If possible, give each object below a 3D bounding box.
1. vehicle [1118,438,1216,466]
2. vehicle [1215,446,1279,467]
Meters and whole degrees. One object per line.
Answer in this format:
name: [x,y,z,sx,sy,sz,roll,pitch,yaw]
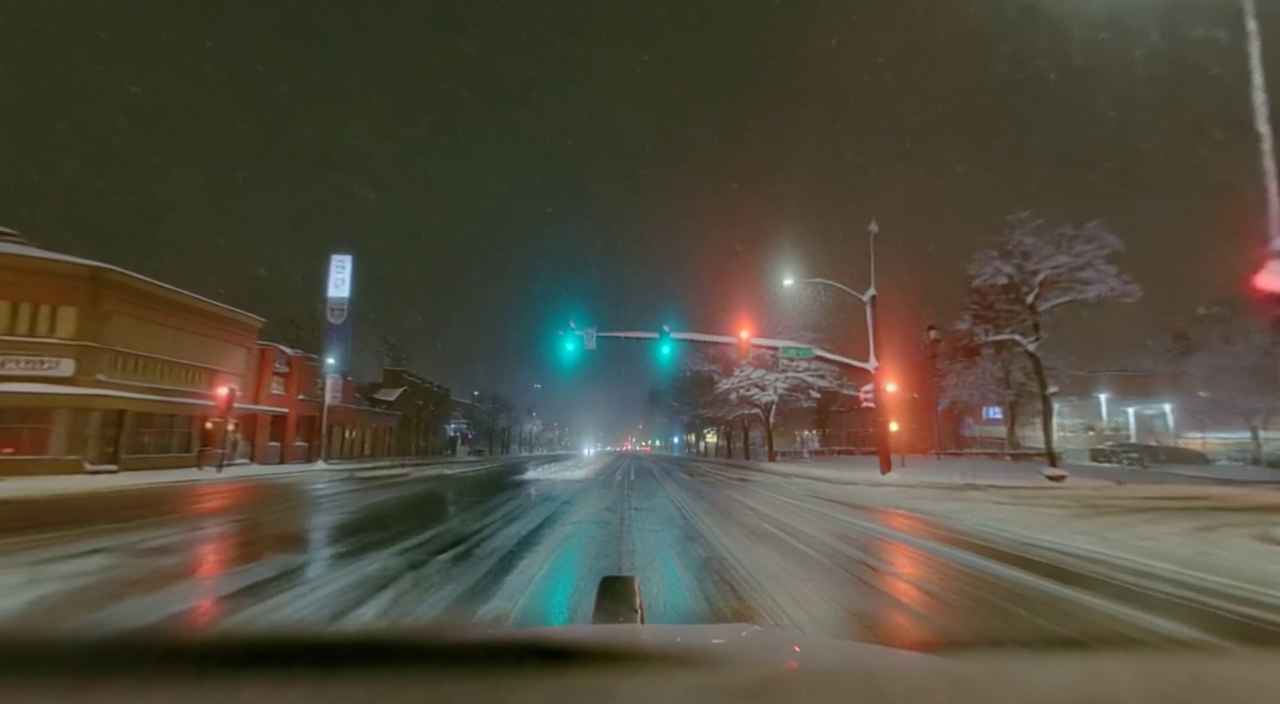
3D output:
vehicle: [34.444,6.543,41.389,4.520,1.812,2.015,0,-9,0]
vehicle: [46.709,7.977,48.279,4.083,1.466,1.972,2,-10,-14]
